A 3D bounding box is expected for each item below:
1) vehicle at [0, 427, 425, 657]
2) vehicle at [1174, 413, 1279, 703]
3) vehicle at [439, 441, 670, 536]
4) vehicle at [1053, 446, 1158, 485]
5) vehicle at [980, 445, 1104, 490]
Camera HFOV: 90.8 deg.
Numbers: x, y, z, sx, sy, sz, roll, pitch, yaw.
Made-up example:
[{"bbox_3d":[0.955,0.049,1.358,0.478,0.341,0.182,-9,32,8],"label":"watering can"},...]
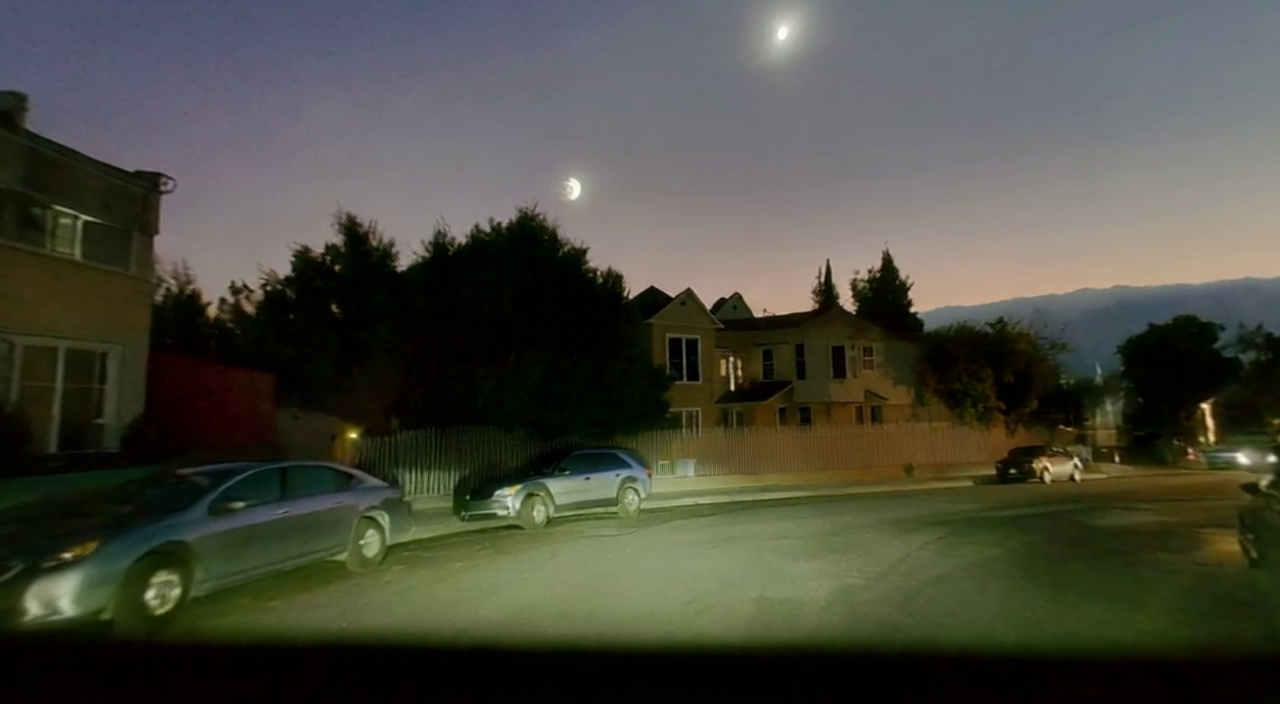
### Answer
[{"bbox_3d":[-4.412,1.743,6.647,1.943,1.475,4.701,-5,-11,11],"label":"vehicle"},{"bbox_3d":[4.685,1.139,3.544,2.054,1.509,4.671,-6,-10,35],"label":"vehicle"},{"bbox_3d":[-1.563,2.595,12.725,2.082,1.547,4.217,-8,-12,43],"label":"vehicle"},{"bbox_3d":[19.331,4.635,26.178,4.402,1.471,1.803,5,-10,-30],"label":"vehicle"},{"bbox_3d":[15.067,4.252,23.640,4.731,1.478,1.930,5,-10,-31],"label":"vehicle"}]
